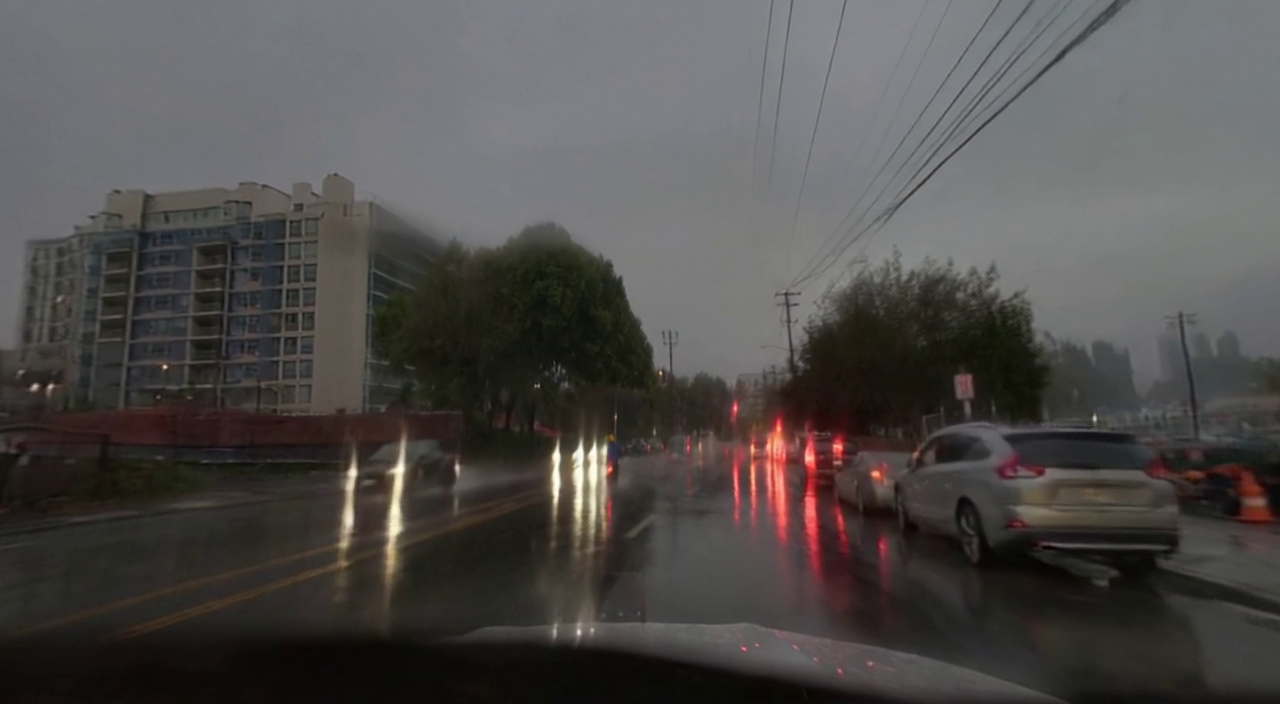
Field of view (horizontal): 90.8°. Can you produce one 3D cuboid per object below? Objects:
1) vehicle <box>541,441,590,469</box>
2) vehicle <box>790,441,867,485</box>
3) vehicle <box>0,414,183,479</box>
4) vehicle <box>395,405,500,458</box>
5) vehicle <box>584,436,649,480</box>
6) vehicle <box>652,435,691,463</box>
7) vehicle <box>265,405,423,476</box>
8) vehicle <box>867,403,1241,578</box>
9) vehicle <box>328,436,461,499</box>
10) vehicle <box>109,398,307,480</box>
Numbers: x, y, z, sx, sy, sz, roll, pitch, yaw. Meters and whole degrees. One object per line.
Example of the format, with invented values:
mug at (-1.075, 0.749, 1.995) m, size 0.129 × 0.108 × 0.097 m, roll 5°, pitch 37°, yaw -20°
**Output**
vehicle at (-4.490, 6.349, 38.655) m, size 2.105 × 1.509 × 4.753 m, roll -2°, pitch -10°, yaw 4°
vehicle at (6.928, 4.105, 23.739) m, size 1.973 × 1.457 × 4.522 m, roll -1°, pitch -9°, yaw 6°
vehicle at (-27.154, 4.732, 31.763) m, size 2.933 × 2.907 × 6.416 m, roll -2°, pitch -8°, yaw 9°
vehicle at (-13.212, 5.767, 44.666) m, size 2.996 × 3.170 × 10.153 m, roll -4°, pitch -9°, yaw 8°
vehicle at (-0.857, 4.279, 25.699) m, size 1.925 × 1.602 × 4.090 m, roll -1°, pitch -9°, yaw 9°
vehicle at (2.374, 7.098, 46.377) m, size 2.295 × 1.929 × 5.498 m, roll -1°, pitch -9°, yaw 8°
vehicle at (-14.830, 4.630, 32.815) m, size 2.990 × 3.144 × 9.080 m, roll -1°, pitch -9°, yaw 6°
vehicle at (5.331, 1.854, 9.421) m, size 2.387 × 1.820 × 5.286 m, roll -1°, pitch -9°, yaw 6°
vehicle at (-7.675, 3.646, 20.370) m, size 2.053 × 1.771 × 4.684 m, roll -1°, pitch -9°, yaw 5°
vehicle at (-20.701, 4.273, 31.287) m, size 3.283 × 3.441 × 8.669 m, roll -1°, pitch -8°, yaw 4°
